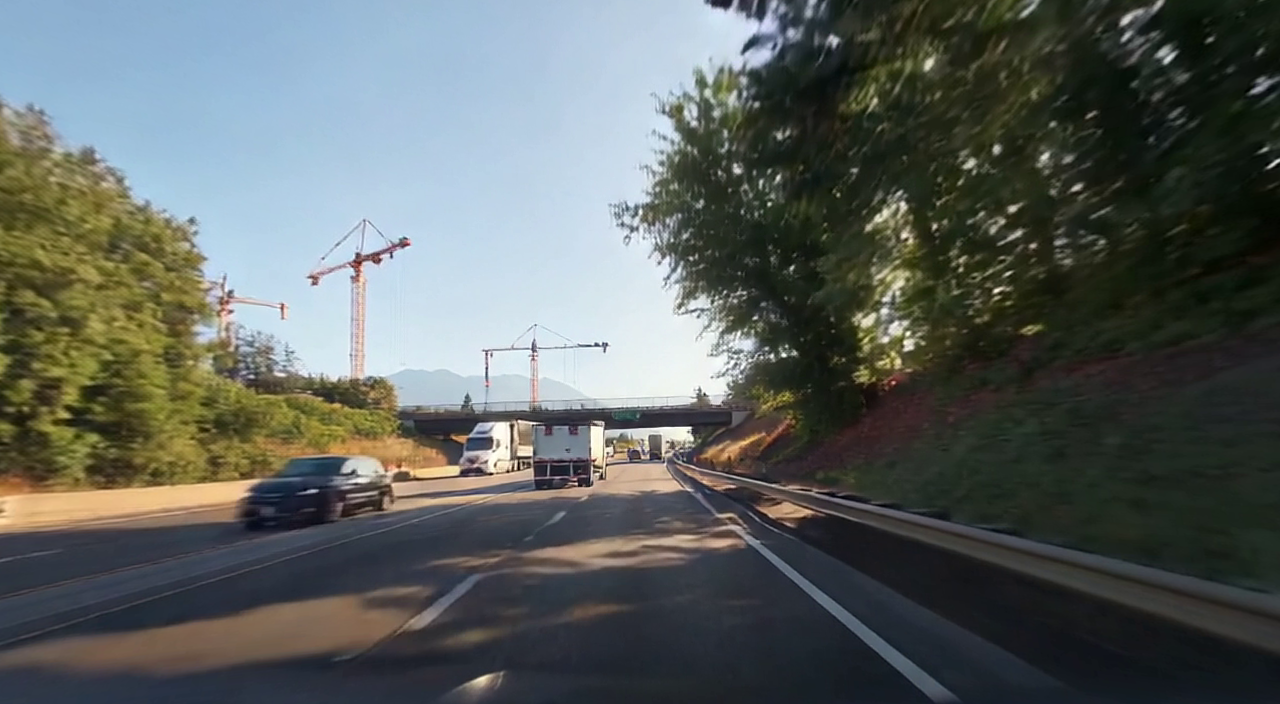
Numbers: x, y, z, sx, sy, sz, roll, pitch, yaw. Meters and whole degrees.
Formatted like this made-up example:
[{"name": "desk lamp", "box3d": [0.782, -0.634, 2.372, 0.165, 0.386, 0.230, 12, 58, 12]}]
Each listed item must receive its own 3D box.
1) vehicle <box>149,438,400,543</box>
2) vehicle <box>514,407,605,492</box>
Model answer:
[{"name": "vehicle", "box3d": [-6.481, 2.491, 11.919, 2.136, 1.596, 4.195, 0, -9, 1]}, {"name": "vehicle", "box3d": [-2.813, 3.723, 23.995, 2.565, 2.771, 6.641, 0, -9, 0]}]
